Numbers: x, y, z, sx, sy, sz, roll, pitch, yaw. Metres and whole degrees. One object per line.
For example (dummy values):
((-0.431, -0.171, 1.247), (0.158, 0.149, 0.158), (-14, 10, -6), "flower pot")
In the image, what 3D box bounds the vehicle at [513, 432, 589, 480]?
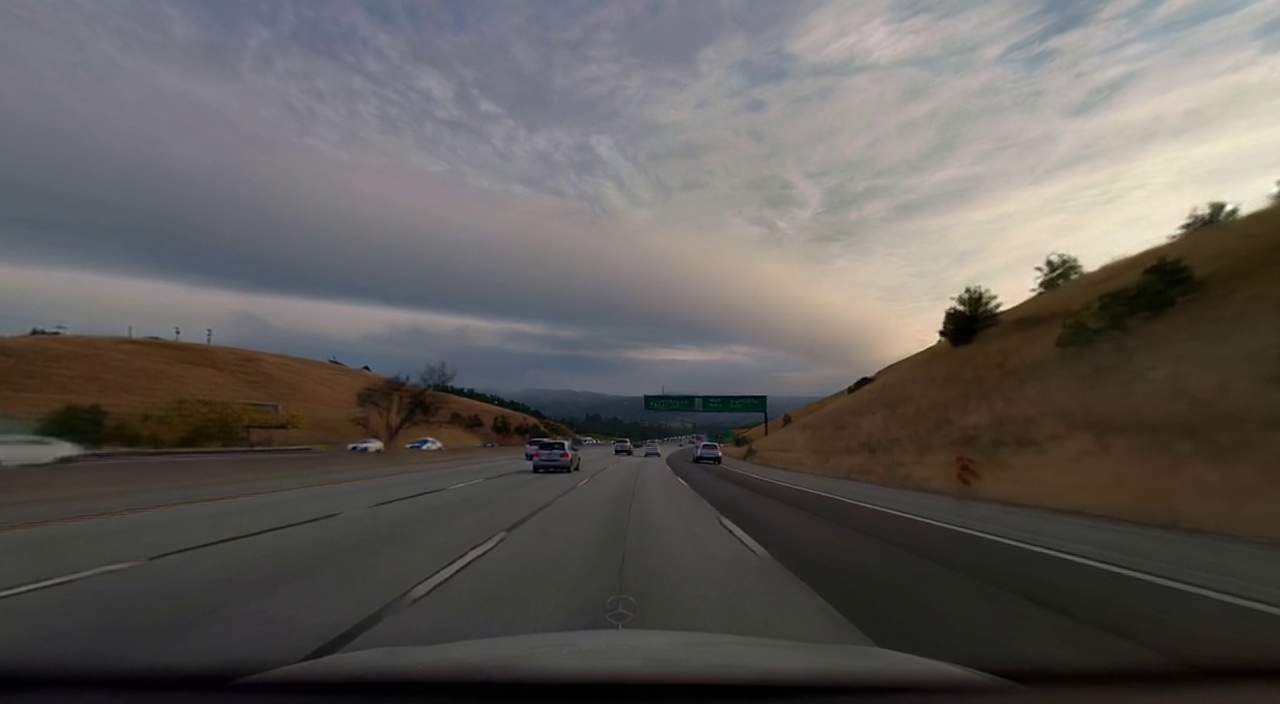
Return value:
((-3.377, 4.069, 24.937), (2.166, 1.700, 4.661), (0, -8, 2), "vehicle")

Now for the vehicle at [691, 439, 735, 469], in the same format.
((4.514, 6.381, 39.739), (2.164, 1.788, 4.500), (0, -8, 0), "vehicle")
